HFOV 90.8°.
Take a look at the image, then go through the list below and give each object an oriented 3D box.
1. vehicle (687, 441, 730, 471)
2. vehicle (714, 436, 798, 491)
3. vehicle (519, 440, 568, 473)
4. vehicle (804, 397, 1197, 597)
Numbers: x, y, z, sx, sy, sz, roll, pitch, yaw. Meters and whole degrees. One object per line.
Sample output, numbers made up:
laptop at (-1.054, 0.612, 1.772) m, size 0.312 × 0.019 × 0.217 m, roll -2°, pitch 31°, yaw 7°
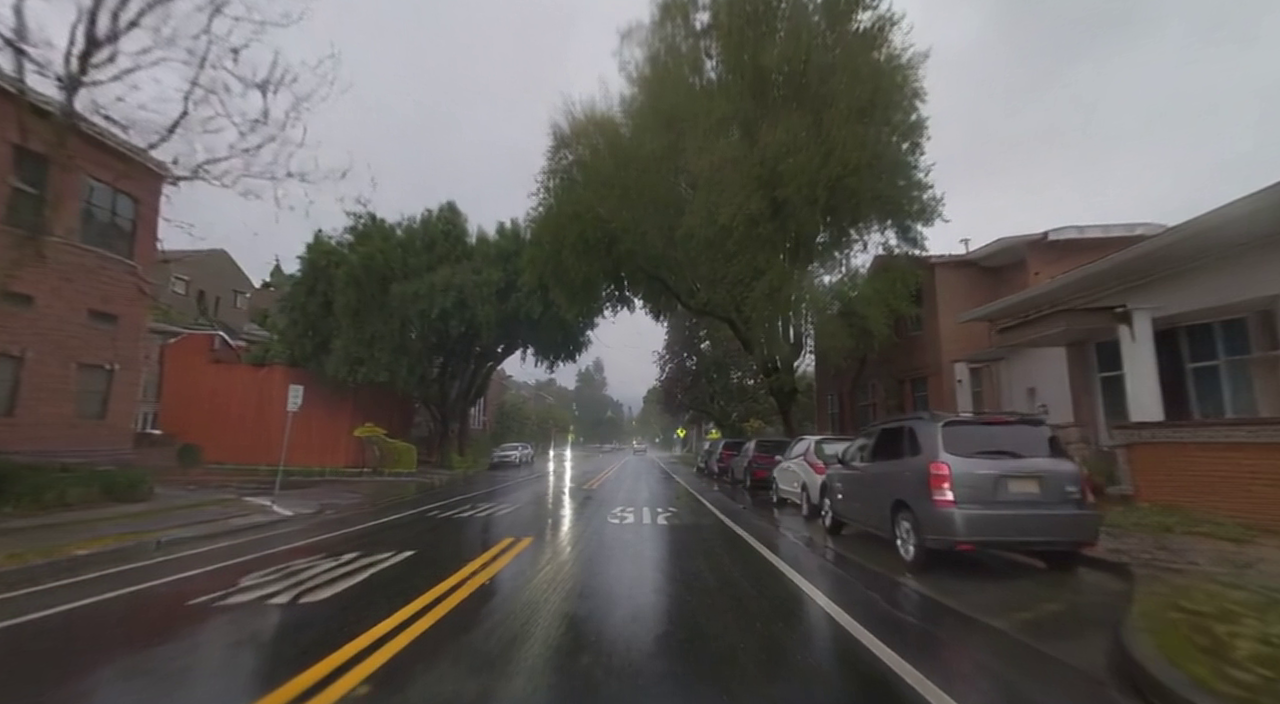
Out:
vehicle at (4.026, 6.197, 37.838) m, size 2.097 × 1.706 × 4.312 m, roll 0°, pitch -8°, yaw 0°
vehicle at (3.851, 3.789, 21.891) m, size 1.971 × 1.665 × 4.722 m, roll 0°, pitch -8°, yaw -1°
vehicle at (-6.489, 7.098, 43.077) m, size 2.252 × 1.882 × 5.883 m, roll -4°, pitch -9°, yaw 0°
vehicle at (3.856, 1.628, 7.997) m, size 1.937 × 1.752 × 4.574 m, roll 1°, pitch -9°, yaw -5°
